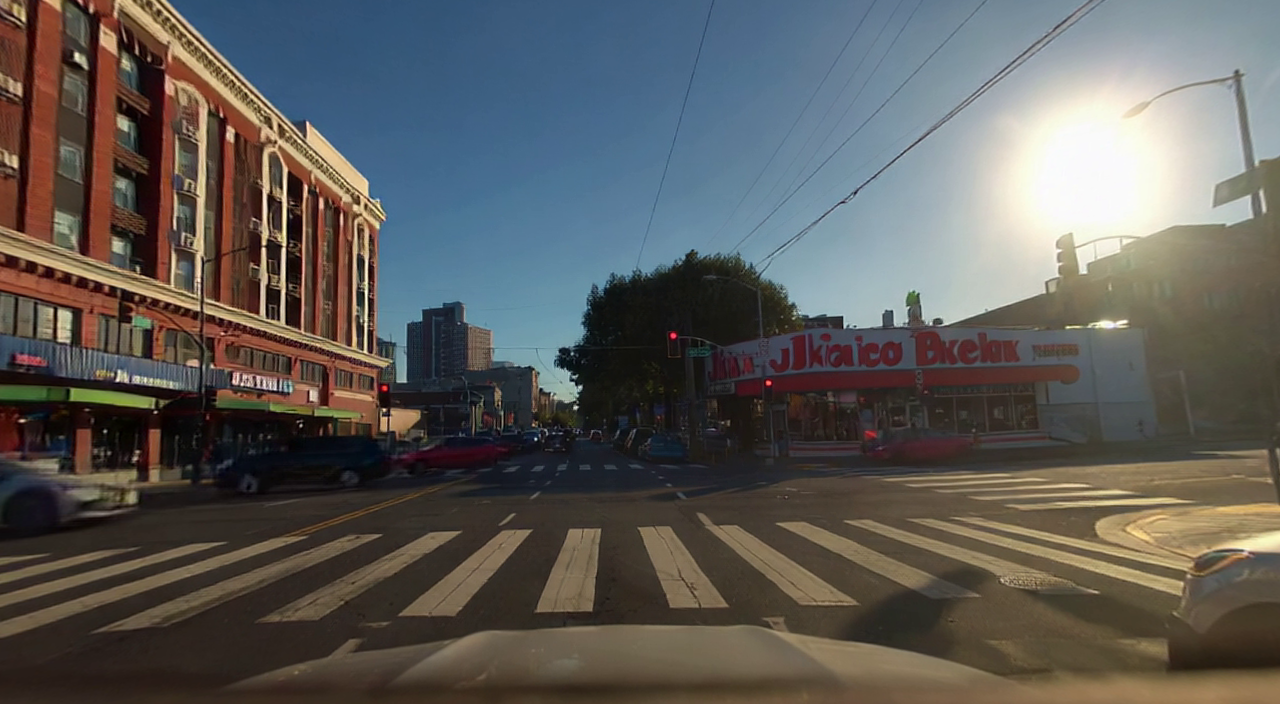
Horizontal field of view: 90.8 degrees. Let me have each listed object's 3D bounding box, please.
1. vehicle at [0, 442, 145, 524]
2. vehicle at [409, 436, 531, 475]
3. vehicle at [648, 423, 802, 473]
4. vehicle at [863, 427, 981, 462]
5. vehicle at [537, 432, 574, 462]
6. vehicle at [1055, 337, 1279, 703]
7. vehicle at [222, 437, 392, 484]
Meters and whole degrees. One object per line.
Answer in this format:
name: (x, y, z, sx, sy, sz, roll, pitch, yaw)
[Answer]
vehicle: (-13.001, 2.526, 12.404, 4.758, 1.480, 1.849, 1, -8, -8)
vehicle: (-6.629, 4.072, 25.056, 4.461, 1.443, 1.715, 1, -9, -9)
vehicle: (2.688, 3.108, 20.540, 4.612, 1.521, 1.811, 1, -9, -9)
vehicle: (12.412, 4.086, 27.955, 4.475, 1.458, 1.681, 1, -9, -7)
vehicle: (-5.105, 5.803, 38.679, 1.976, 1.683, 4.117, 0, -8, -4)
vehicle: (3.017, 0.609, 0.869, 1.866, 1.654, 4.354, 0, -8, 0)
vehicle: (-11.023, 3.611, 21.232, 4.643, 1.476, 1.820, 1, -9, -8)
